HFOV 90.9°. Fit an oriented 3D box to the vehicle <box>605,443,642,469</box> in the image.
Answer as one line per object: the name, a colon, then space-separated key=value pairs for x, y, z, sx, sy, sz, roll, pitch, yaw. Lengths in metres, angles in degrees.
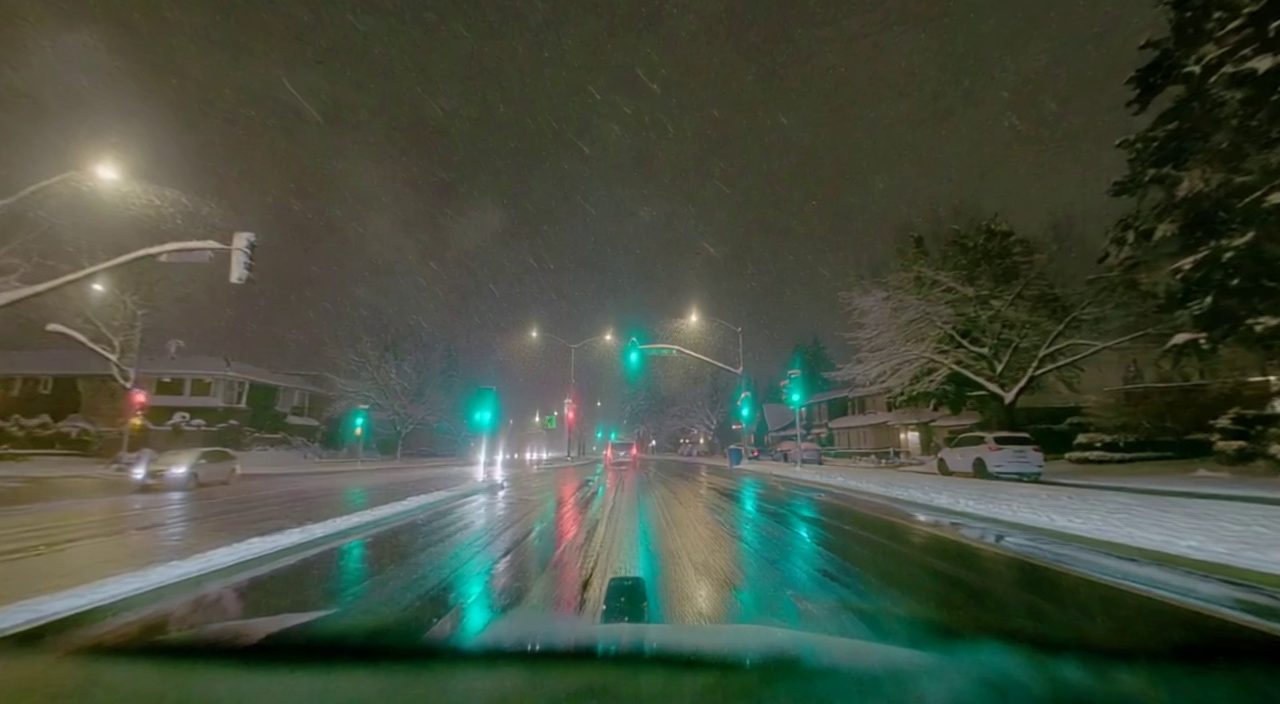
vehicle: x=-1.044 y=6.320 z=38.427 sx=2.113 sy=1.462 sz=4.203 roll=0 pitch=-8 yaw=-2

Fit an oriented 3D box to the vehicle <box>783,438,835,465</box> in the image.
vehicle: x=11.244 y=6.656 z=42.231 sx=2.018 sy=1.665 sz=4.576 roll=0 pitch=-8 yaw=-2

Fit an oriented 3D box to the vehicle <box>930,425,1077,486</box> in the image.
vehicle: x=11.799 y=3.391 z=20.924 sx=2.053 sy=1.759 sz=4.494 roll=0 pitch=-8 yaw=-2
